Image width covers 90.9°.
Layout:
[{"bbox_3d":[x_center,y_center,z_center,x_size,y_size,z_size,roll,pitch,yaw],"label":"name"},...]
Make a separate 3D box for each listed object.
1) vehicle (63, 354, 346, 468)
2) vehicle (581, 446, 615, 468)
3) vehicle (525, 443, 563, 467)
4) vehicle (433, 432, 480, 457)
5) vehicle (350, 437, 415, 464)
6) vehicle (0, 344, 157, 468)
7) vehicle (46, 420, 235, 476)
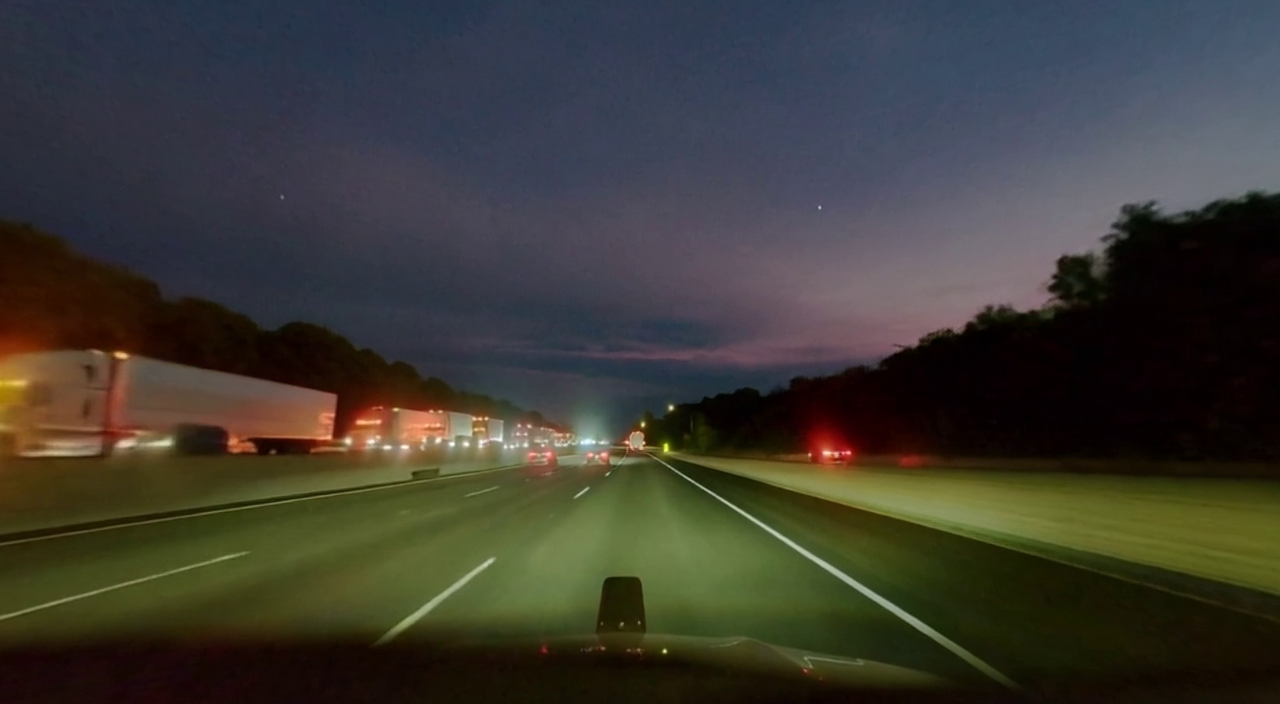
[{"bbox_3d":[-18.508,3.163,29.175,2.834,3.974,14.371,0,-9,0],"label":"vehicle"},{"bbox_3d":[-3.011,7.652,46.058,2.076,1.453,4.094,0,-9,2],"label":"vehicle"},{"bbox_3d":[-7.227,7.815,47.887,2.122,1.685,4.714,0,-9,0],"label":"vehicle"},{"bbox_3d":[-14.069,7.185,48.572,2.133,1.816,5.142,0,-9,-1],"label":"vehicle"},{"bbox_3d":[-14.321,5.515,35.335,1.841,1.428,4.119,0,-9,1],"label":"vehicle"},{"bbox_3d":[-18.473,1.816,20.626,2.963,3.801,2.502,0,-9,0],"label":"vehicle"},{"bbox_3d":[-14.360,2.834,18.547,2.014,1.444,4.352,0,-9,-1],"label":"vehicle"}]
